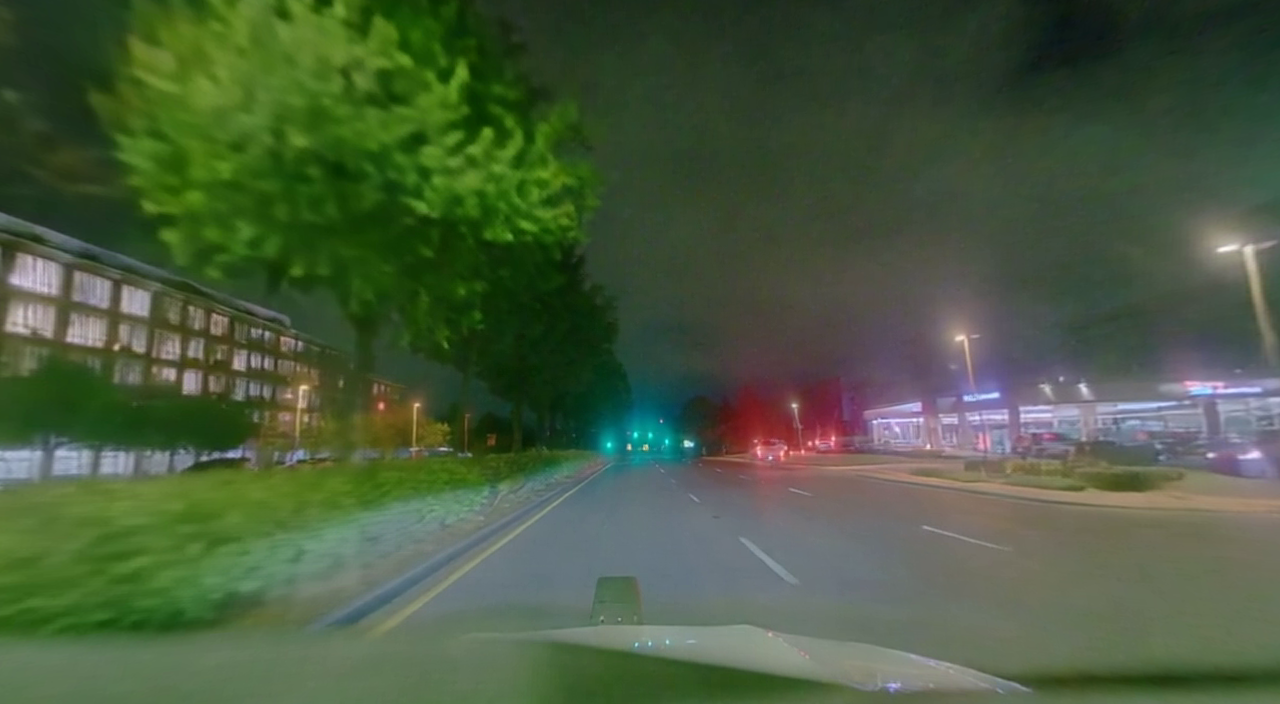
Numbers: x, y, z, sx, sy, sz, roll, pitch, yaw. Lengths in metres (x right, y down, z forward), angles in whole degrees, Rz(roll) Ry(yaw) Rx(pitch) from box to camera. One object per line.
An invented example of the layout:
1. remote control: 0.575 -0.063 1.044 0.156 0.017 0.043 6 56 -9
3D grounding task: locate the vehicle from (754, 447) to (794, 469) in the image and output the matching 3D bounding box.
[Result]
1. vehicle: 10.145 7.998 47.864 2.013 1.551 4.460 0 -9 -1

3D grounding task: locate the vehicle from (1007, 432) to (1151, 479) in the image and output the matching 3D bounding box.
1. vehicle: 19.221 4.556 28.048 2.179 1.767 5.837 -2 -8 0

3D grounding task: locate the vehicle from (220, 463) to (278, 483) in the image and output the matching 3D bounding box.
1. vehicle: -30.602 9.453 49.266 3.440 1.394 1.613 -1 -7 0

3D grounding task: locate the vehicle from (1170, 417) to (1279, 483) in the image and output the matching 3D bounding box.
1. vehicle: 19.210 2.839 18.207 2.151 1.838 5.534 3 -9 -16
